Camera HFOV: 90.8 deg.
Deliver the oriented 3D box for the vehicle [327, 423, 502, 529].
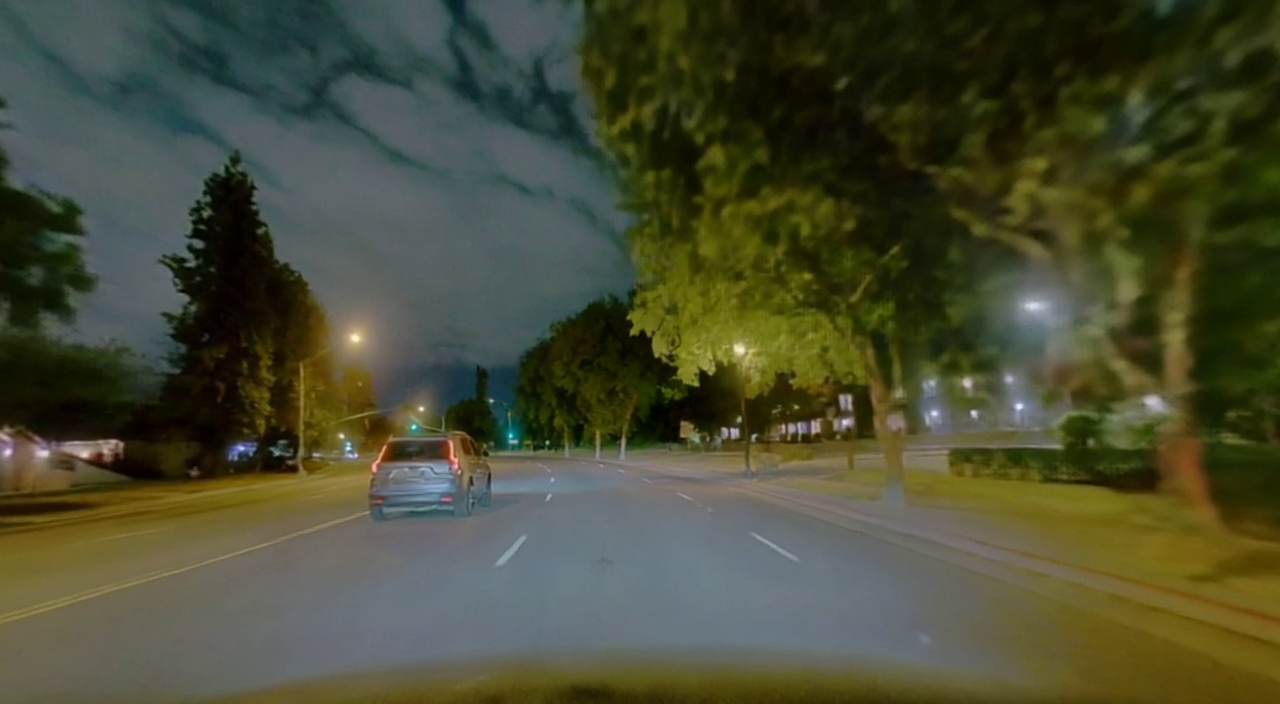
[{"bbox_3d":[-4.311,2.428,12.979,2.175,1.772,4.442,0,-8,-4],"label":"vehicle"}]
